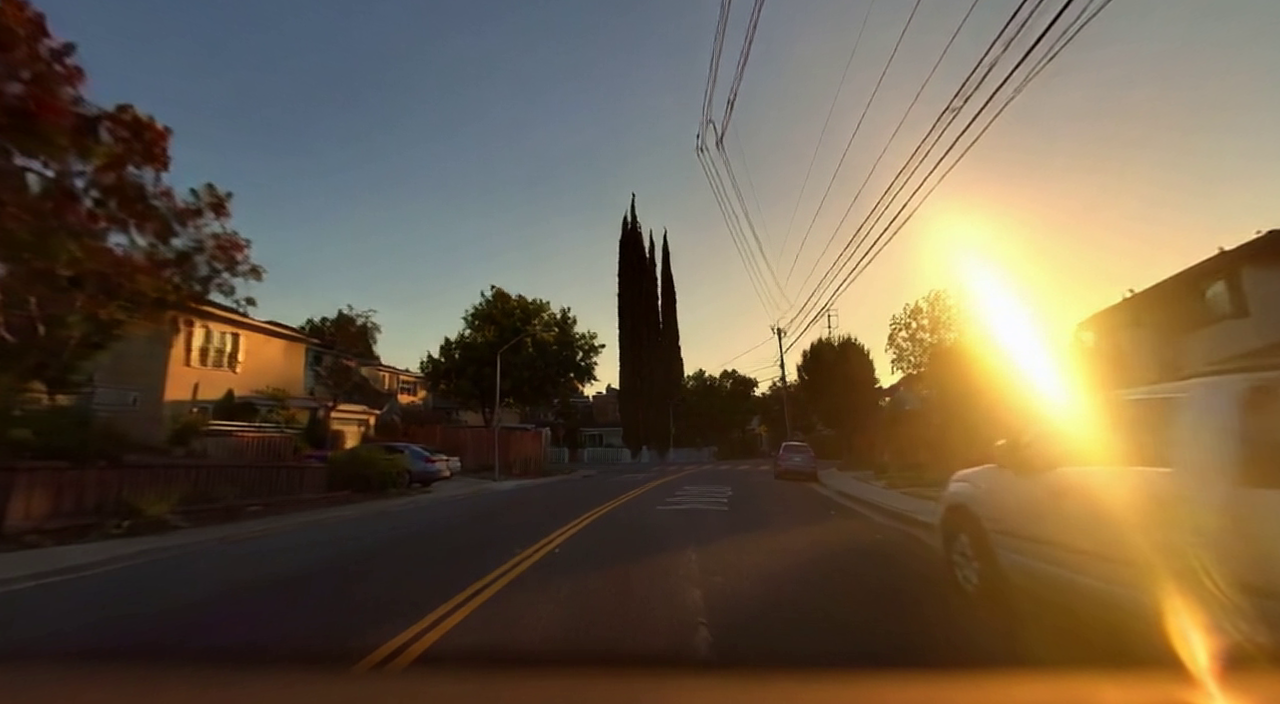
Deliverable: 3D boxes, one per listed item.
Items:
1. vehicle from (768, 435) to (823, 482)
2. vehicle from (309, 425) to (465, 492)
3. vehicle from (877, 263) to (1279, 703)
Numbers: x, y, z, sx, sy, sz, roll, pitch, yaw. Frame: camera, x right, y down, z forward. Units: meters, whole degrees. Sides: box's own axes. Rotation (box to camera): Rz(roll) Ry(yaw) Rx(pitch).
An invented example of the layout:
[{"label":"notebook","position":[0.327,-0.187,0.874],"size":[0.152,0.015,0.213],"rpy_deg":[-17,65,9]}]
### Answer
[{"label":"vehicle","position":[6.795,4.636,27.773],"size":[2.070,1.847,4.457],"rpy_deg":[-2,-9,13]},{"label":"vehicle","position":[-9.925,4.160,24.977],"size":[5.228,2.041,2.023],"rpy_deg":[4,-8,9]},{"label":"vehicle","position":[3.280,0.742,2.528],"size":[2.273,1.938,6.400],"rpy_deg":[0,-9,1]}]
